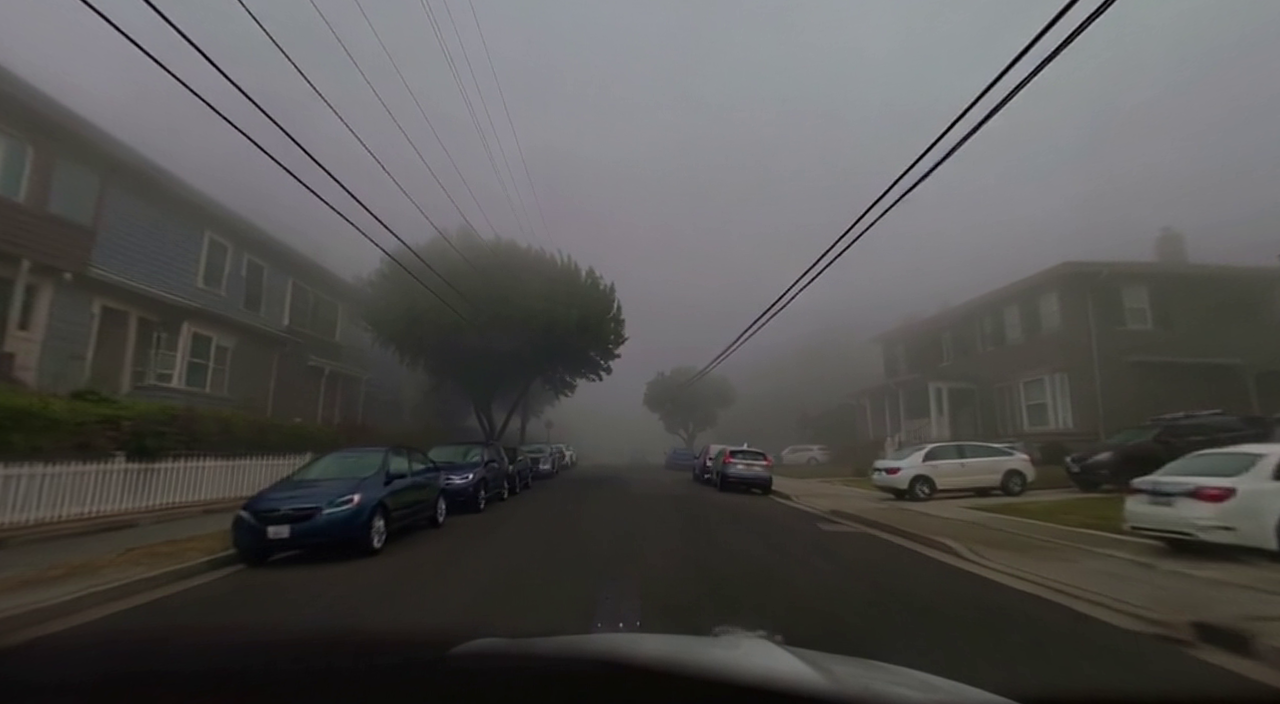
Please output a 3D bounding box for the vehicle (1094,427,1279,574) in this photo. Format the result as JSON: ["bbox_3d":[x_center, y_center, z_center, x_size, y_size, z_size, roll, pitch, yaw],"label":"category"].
[{"bbox_3d":[8.457,1.637,7.390,4.782,1.459,1.923,0,-9,-1],"label":"vehicle"}]

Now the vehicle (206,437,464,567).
[{"bbox_3d":[-4.155,2.066,9.547,1.745,1.490,4.304,0,-8,0],"label":"vehicle"}]

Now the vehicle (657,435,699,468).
[{"bbox_3d":[2.593,7.090,45.017,2.564,2.155,6.053,0,-8,-1],"label":"vehicle"}]

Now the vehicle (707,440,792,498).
[{"bbox_3d":[3.249,3.562,19.586,1.916,1.587,3.986,0,-9,0],"label":"vehicle"}]

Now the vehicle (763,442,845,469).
[{"bbox_3d":[9.381,5.947,36.465,4.148,1.516,1.976,0,-8,-2],"label":"vehicle"}]

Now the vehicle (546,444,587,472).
[{"bbox_3d":[-4.259,6.241,37.298,1.979,1.471,4.366,1,-9,-1],"label":"vehicle"}]

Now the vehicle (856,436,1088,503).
[{"bbox_3d":[7.806,2.786,15.213,4.480,1.497,1.884,0,-8,1],"label":"vehicle"}]
